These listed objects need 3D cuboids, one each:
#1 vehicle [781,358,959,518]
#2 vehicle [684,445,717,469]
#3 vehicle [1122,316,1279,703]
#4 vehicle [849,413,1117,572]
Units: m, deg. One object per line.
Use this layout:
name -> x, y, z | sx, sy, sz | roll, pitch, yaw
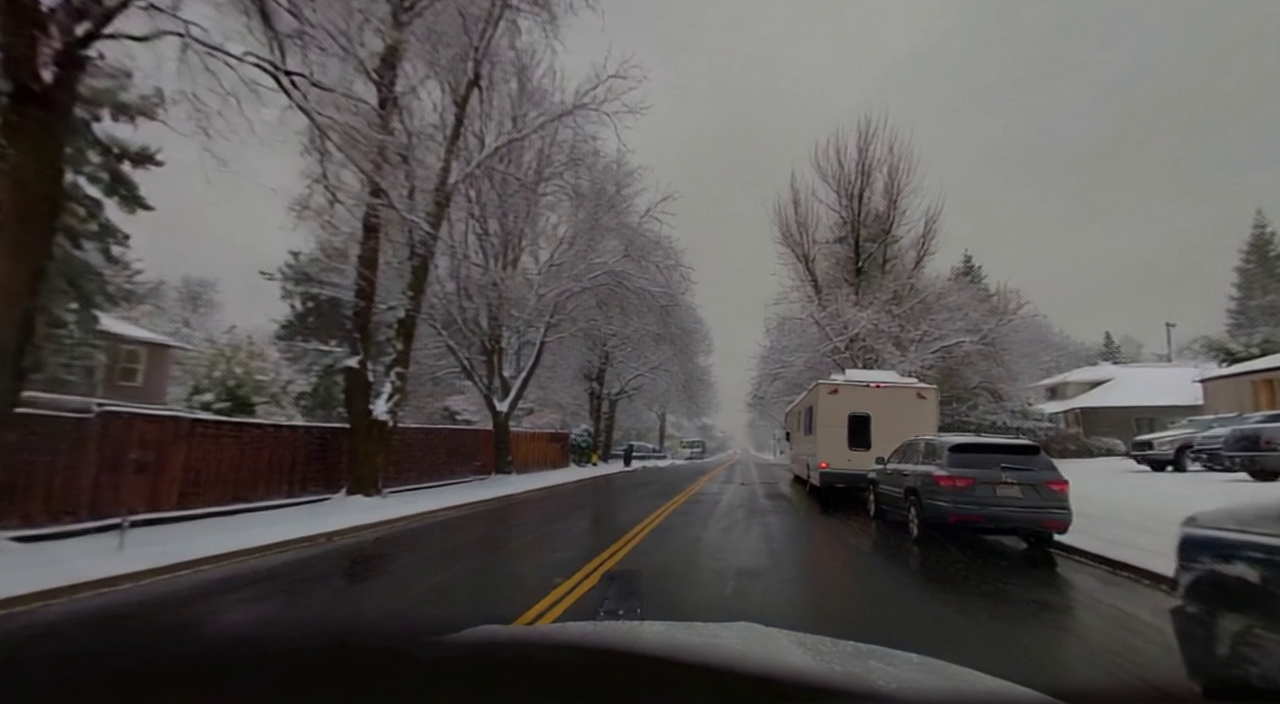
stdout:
vehicle -> 6.235, 2.695, 19.368 | 3.052, 3.440, 11.052 | -2, -9, 10
vehicle -> 4.730, 8.133, 48.789 | 2.194, 1.763, 4.288 | -2, -9, 10
vehicle -> 3.323, 0.500, 0.450 | 2.182, 1.785, 5.726 | 0, -8, 9
vehicle -> 4.703, 1.963, 9.605 | 1.980, 1.782, 4.627 | -2, -9, 8
